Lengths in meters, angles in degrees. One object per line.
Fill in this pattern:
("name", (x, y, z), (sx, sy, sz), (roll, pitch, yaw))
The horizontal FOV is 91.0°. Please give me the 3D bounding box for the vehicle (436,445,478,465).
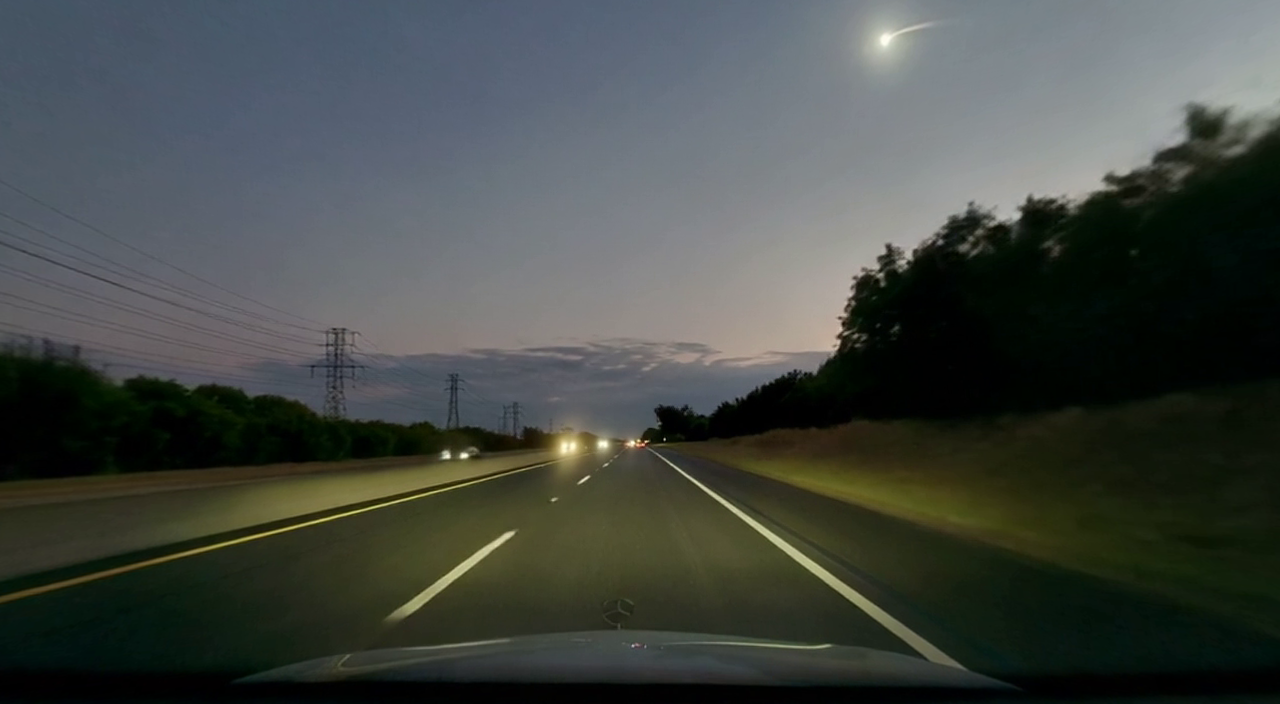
("vehicle", (-14.294, 8.042, 49.357), (1.953, 1.477, 4.501), (0, -8, 0))
